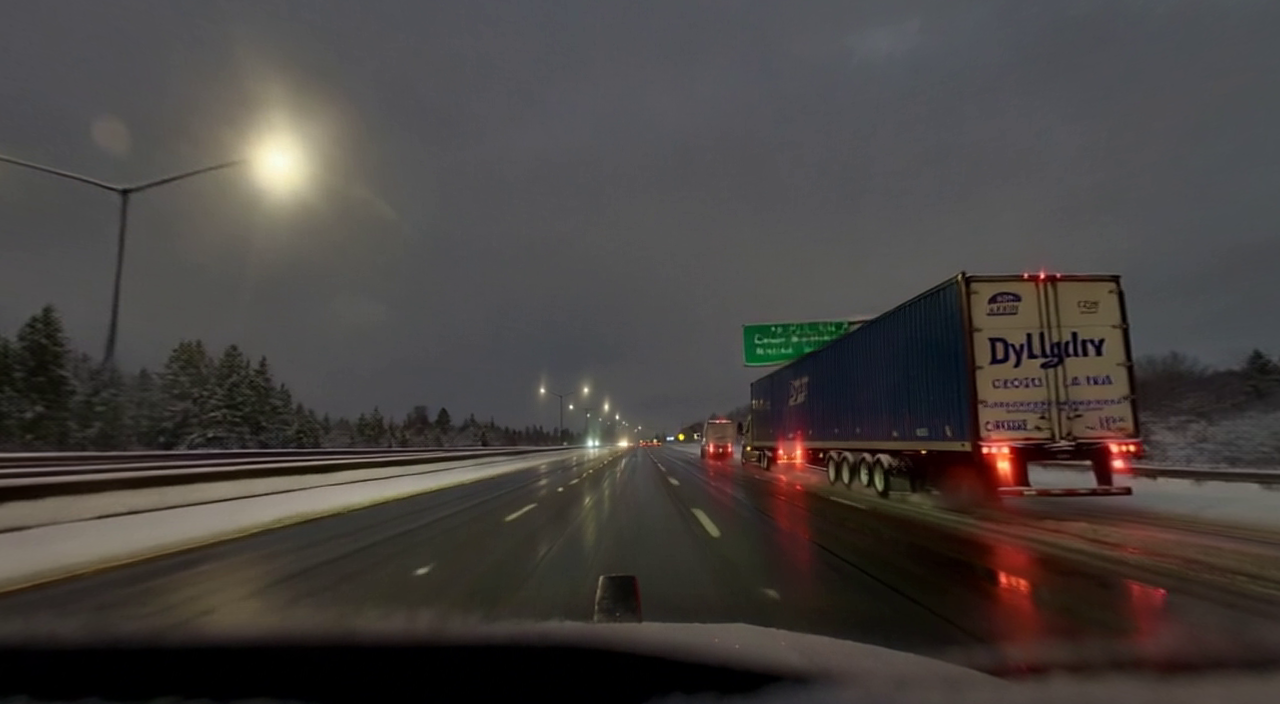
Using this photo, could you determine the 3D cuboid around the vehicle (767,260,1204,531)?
[{"bbox_3d":[6.572,1.752,17.269,2.962,3.947,16.241,0,-8,0],"label":"vehicle"}]
